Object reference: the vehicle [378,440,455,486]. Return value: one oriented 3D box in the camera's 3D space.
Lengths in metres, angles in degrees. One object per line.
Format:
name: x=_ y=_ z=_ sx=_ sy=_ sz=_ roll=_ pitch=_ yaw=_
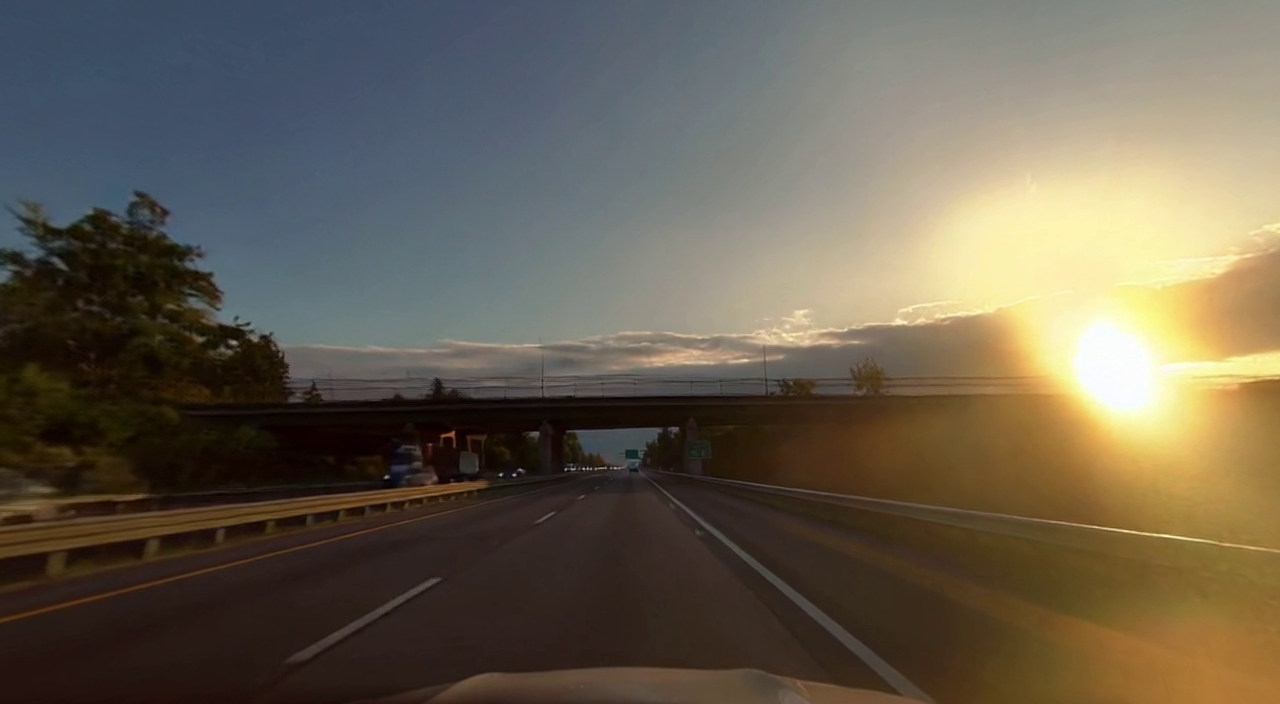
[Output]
vehicle: x=-16.882 y=8.530 z=48.232 sx=2.913 sy=3.149 sz=7.507 roll=1 pitch=-10 yaw=1
